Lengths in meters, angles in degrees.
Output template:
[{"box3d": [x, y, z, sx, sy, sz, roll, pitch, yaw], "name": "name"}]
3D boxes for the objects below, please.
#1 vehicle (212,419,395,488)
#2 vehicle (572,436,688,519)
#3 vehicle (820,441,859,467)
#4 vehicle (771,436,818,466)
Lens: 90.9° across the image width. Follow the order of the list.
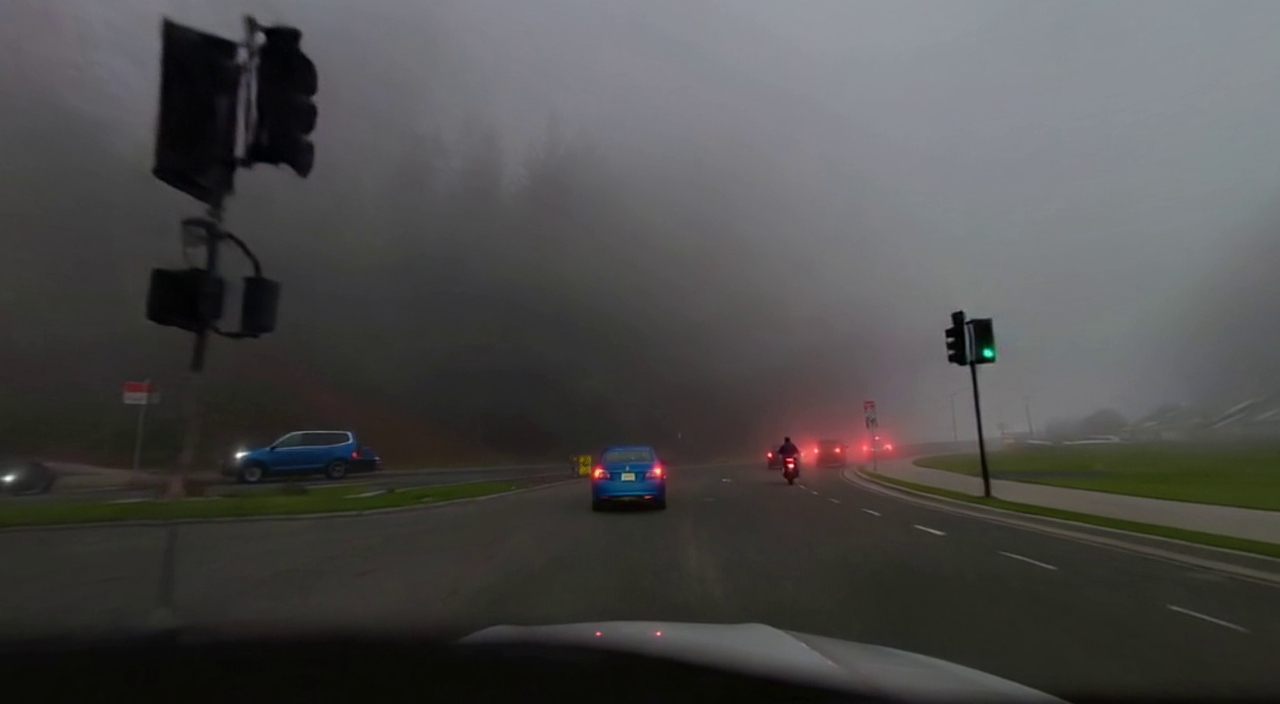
[{"box3d": [-15.225, 4.693, 29.256, 2.287, 2.780, 7.166, -6, -10, 31], "name": "vehicle"}, {"box3d": [-0.181, 2.601, 13.501, 2.118, 1.480, 3.949, 0, -9, 0], "name": "vehicle"}, {"box3d": [12.759, 6.476, 40.130, 1.822, 1.555, 3.574, -5, -10, 25], "name": "vehicle"}, {"box3d": [10.136, 6.467, 41.159, 2.212, 1.790, 4.768, -4, -10, 22], "name": "vehicle"}]
